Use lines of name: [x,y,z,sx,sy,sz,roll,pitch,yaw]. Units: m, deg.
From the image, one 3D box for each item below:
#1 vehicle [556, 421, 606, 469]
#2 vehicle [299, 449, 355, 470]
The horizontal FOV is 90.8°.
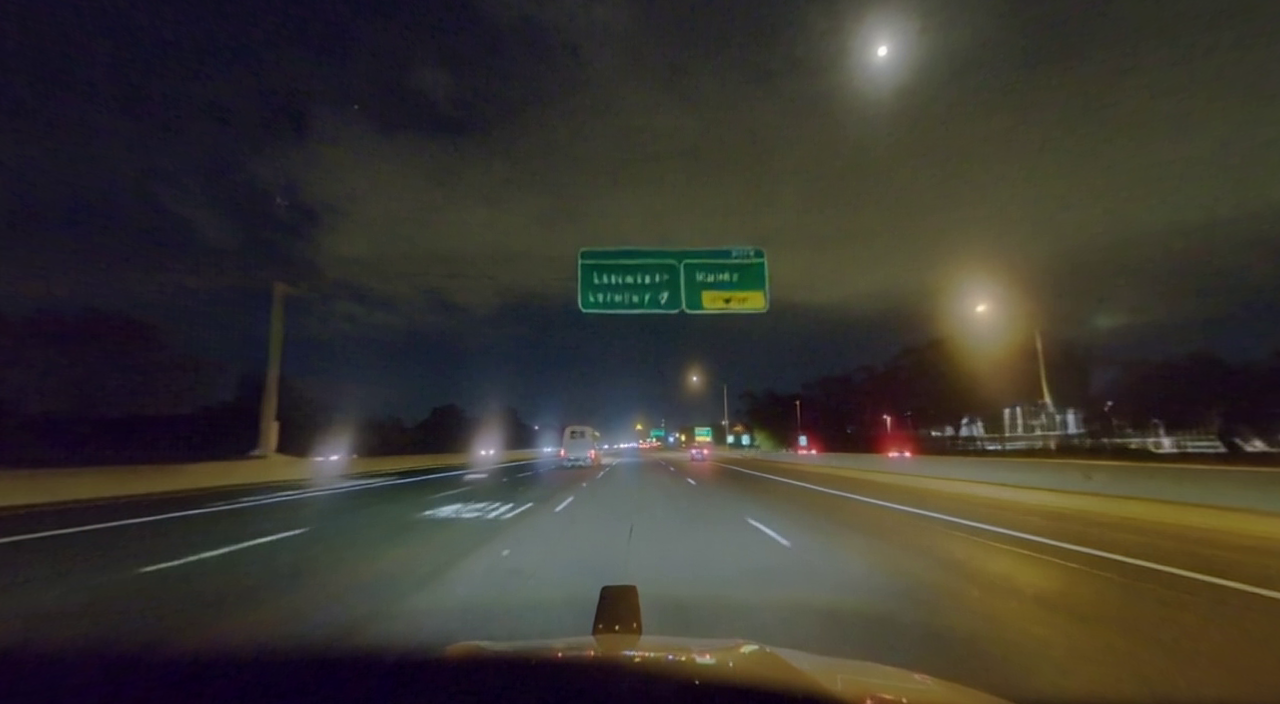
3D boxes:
vehicle: [-3.790,6.235,42.340,2.881,2.937,7.045,0,-9,-2]
vehicle: [-22.182,7.620,44.962,1.856,1.422,4.312,0,-9,-1]
